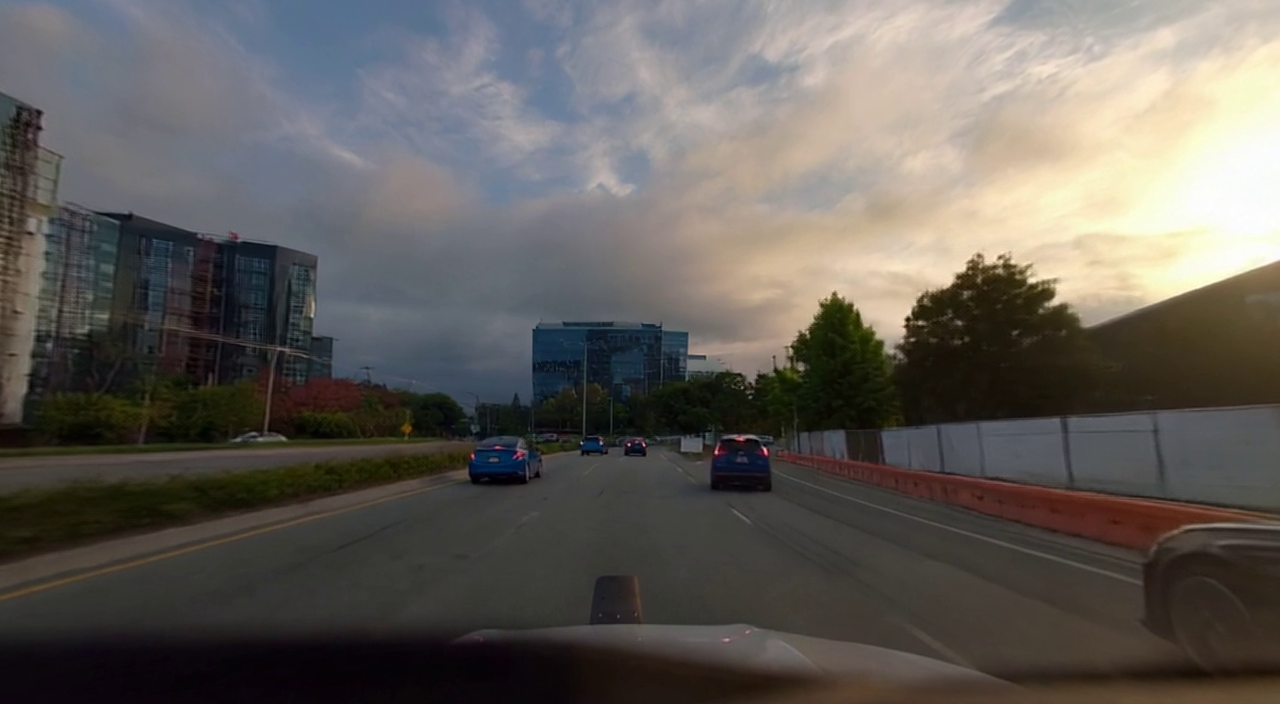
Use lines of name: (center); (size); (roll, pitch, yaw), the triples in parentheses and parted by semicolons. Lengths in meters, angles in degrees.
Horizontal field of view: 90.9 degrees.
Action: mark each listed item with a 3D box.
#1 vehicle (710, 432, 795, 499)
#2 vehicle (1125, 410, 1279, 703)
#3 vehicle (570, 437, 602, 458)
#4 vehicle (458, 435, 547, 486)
vehicle: (2.805, 2.865, 16.387); (1.913, 1.499, 3.581); (-1, -8, 7)
vehicle: (3.721, 0.847, 1.662); (1.784, 1.471, 3.935); (0, -8, 1)
vehicle: (-4.046, 7.212, 47.701); (1.888, 1.486, 4.310); (0, -8, 1)
vehicle: (-4.202, 3.353, 19.895); (1.848, 1.406, 4.013); (0, -8, 1)
